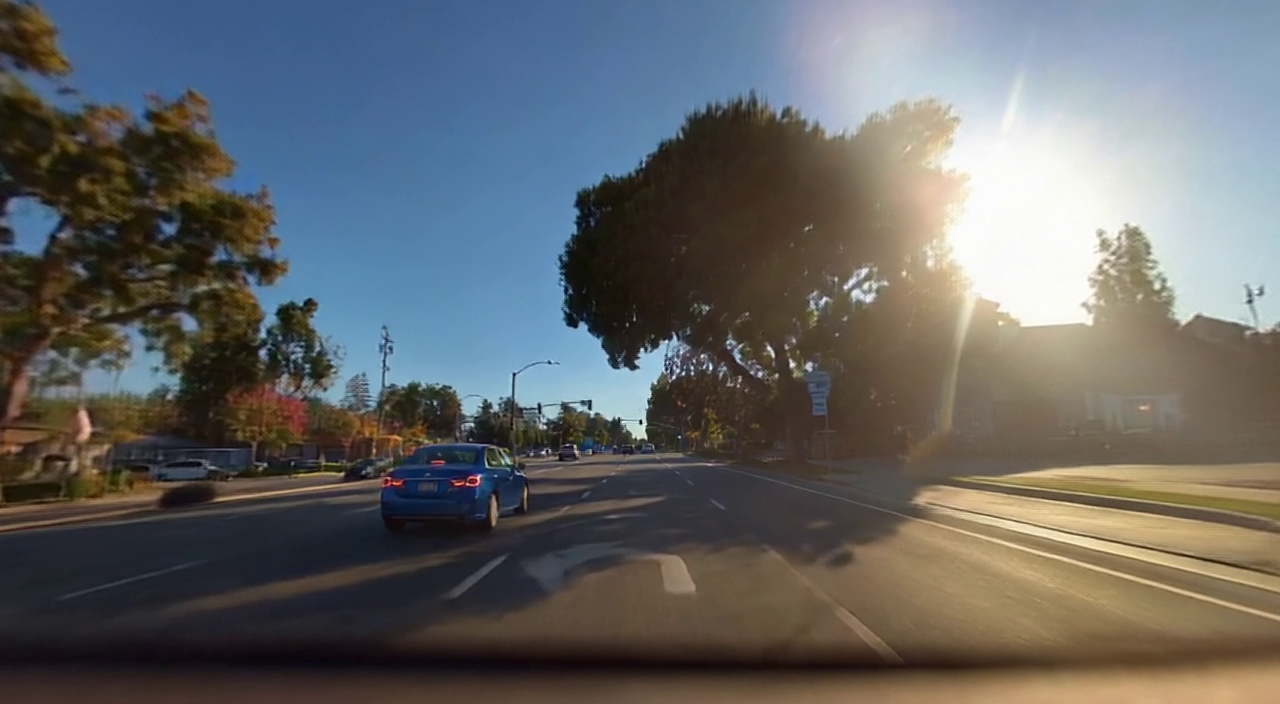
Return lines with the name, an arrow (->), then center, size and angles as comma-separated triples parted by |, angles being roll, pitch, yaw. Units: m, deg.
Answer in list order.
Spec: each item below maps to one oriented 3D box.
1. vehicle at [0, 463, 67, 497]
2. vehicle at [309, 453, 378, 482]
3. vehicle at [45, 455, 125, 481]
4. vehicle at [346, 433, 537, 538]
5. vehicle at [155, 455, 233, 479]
vehicle -> -30.799, 6.141, 30.371 | 4.424, 1.535, 1.948 | 0, -9, 0
vehicle -> -17.185, 6.668, 36.724 | 1.826, 1.490, 4.407 | 0, -9, 1
vehicle -> -42.513, 8.883, 48.437 | 1.923, 1.745, 4.740 | 1, -8, -1
vehicle -> -3.209, 2.250, 11.294 | 1.924, 1.480, 4.421 | 0, -9, 1
vehicle -> -34.025, 8.755, 48.268 | 1.911, 1.603, 5.136 | 0, -8, 5
